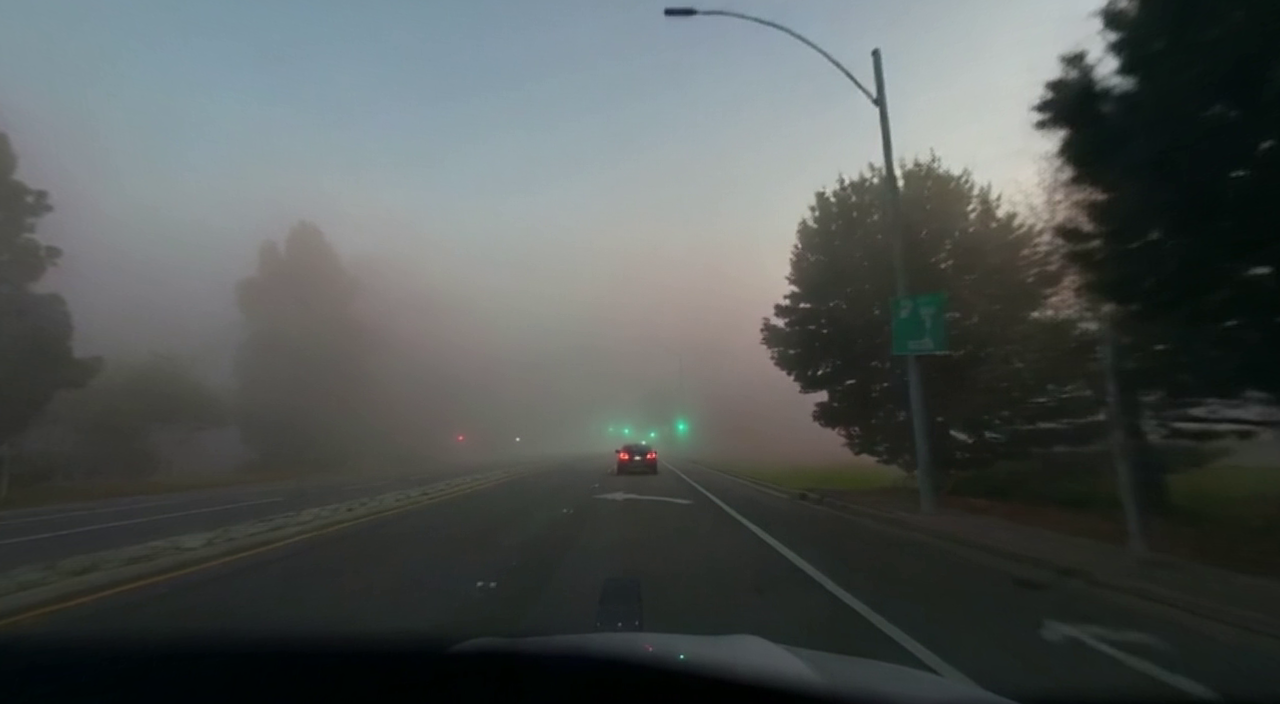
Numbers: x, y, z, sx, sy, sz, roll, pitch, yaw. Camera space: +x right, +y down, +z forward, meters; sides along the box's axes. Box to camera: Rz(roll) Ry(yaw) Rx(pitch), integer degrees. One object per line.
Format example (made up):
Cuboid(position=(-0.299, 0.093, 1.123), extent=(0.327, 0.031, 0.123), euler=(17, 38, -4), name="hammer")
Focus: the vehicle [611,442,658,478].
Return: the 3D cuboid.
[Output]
Cuboid(position=(-0.258, 4.739, 27.937), extent=(1.954, 1.469, 3.465), euler=(0, -8, -1), name="vehicle")
